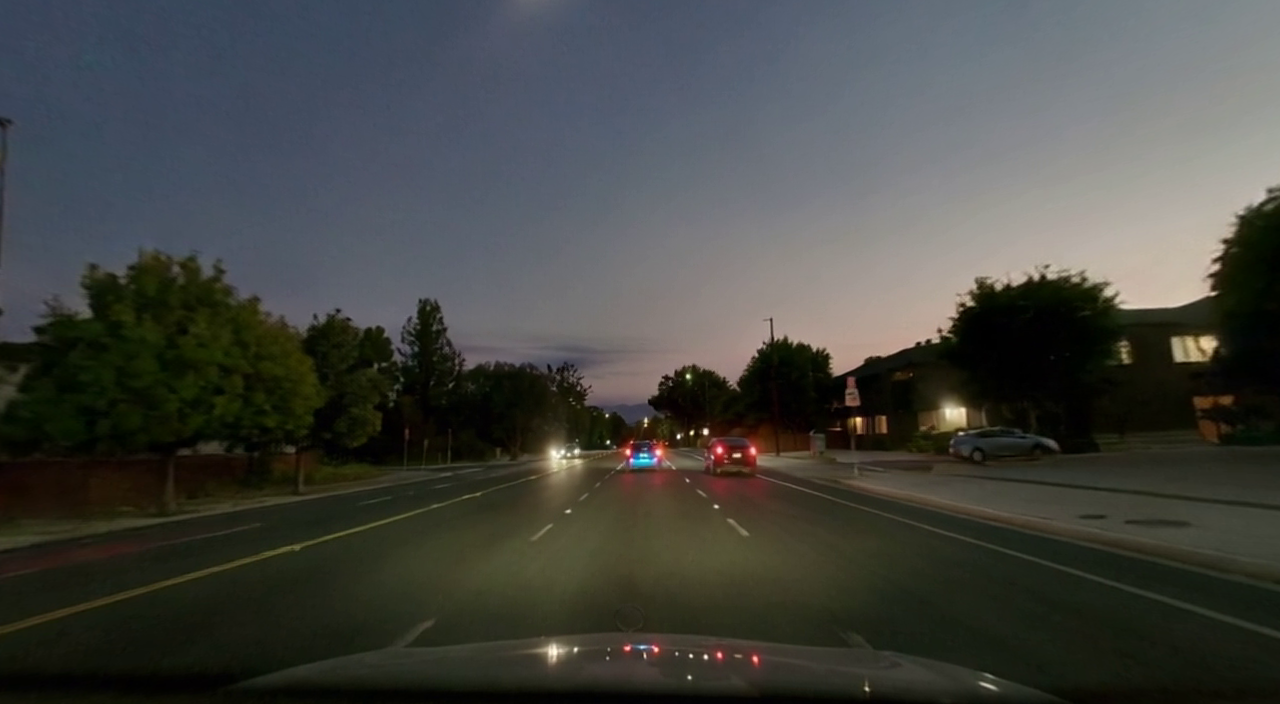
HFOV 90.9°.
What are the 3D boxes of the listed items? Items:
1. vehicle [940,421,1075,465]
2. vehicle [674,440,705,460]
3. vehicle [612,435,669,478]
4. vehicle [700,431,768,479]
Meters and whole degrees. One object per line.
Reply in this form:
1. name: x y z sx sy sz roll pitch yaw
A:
1. vehicle: 15.404 3.845 26.615 4.378 1.754 2.007 0 -9 0
2. vehicle: 3.822 7.727 49.654 2.099 1.463 4.130 0 -8 0
3. vehicle: 0.033 4.375 26.674 2.200 1.653 4.127 0 -8 0
4. vehicle: 3.644 4.116 25.362 2.024 1.711 4.512 0 -8 0
